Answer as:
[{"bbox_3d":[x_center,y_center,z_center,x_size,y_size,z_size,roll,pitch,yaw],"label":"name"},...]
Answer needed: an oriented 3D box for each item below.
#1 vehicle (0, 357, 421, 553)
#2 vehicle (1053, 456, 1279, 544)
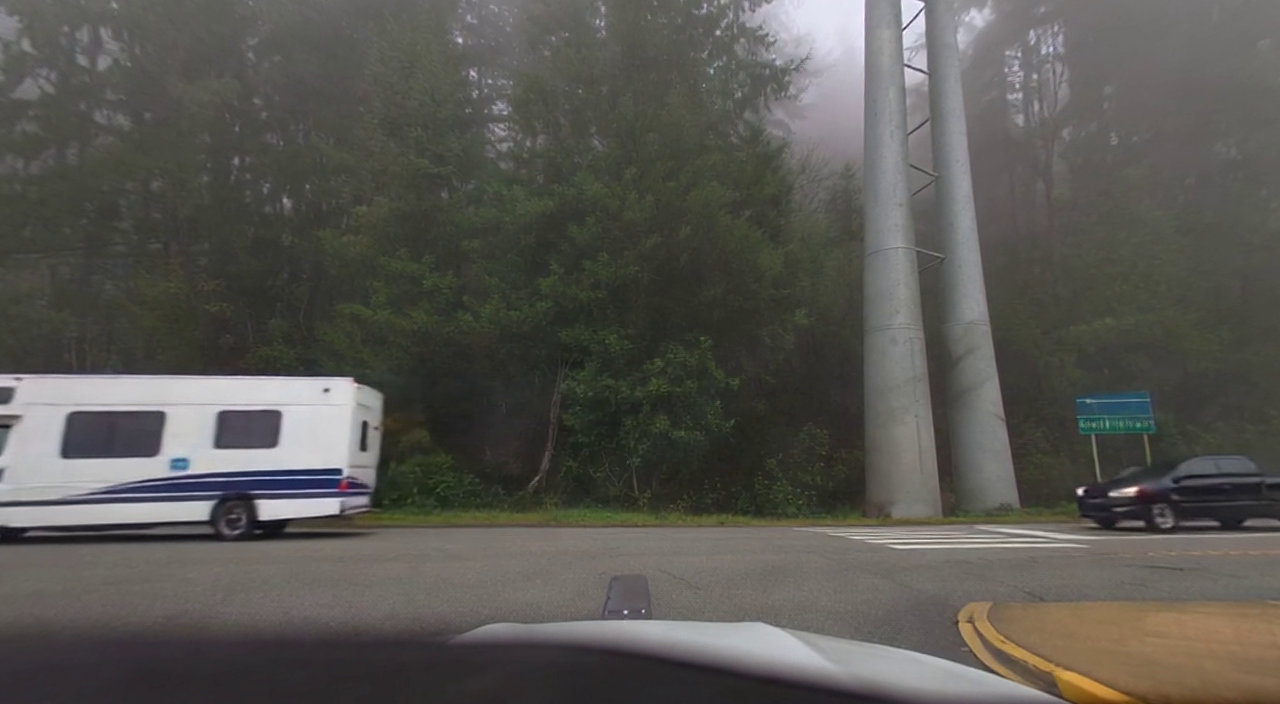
[{"bbox_3d":[-8.743,1.886,11.834,8.152,3.185,2.776,0,-9,-3],"label":"vehicle"},{"bbox_3d":[10.749,2.791,12.200,4.092,1.486,1.973,0,-9,-2],"label":"vehicle"}]
